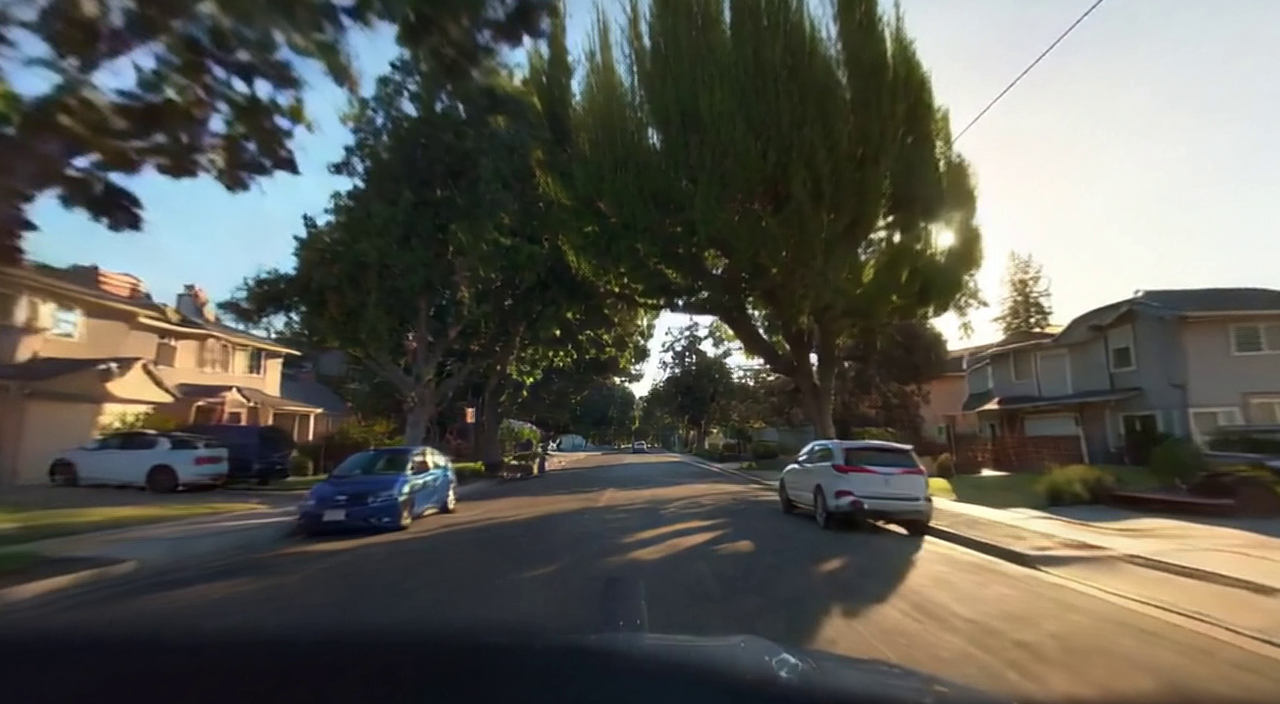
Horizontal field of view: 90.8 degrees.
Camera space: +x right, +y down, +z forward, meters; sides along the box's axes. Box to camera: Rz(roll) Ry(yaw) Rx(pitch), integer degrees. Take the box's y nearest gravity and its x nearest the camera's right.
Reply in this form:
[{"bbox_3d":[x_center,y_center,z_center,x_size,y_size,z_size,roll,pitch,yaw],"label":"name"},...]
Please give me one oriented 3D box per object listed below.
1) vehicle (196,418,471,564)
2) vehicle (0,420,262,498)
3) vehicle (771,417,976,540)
[{"bbox_3d":[-4.313,2.007,9.835,2.157,1.736,4.104,-1,-8,1],"label":"vehicle"},{"bbox_3d":[-13.100,2.713,16.212,5.411,1.847,2.100,0,-8,0],"label":"vehicle"},{"bbox_3d":[4.013,2.252,11.932,2.173,1.806,4.701,1,-9,2],"label":"vehicle"}]
